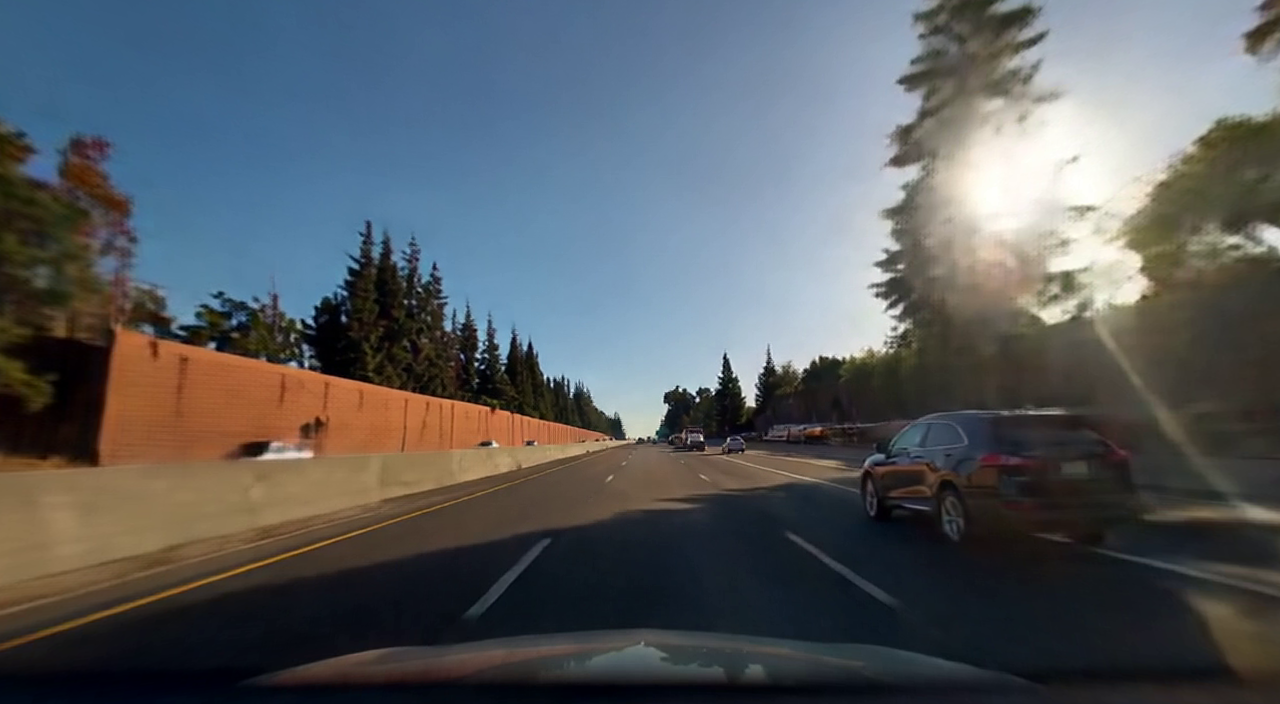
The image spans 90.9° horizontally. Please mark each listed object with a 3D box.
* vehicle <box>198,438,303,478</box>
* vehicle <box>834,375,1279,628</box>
[{"bbox_3d":[-18.027,4.918,29.514,1.953,1.675,4.524,0,-8,1],"label":"vehicle"},{"bbox_3d":[3.964,1.393,6.859,2.190,1.783,4.637,0,-8,-1],"label":"vehicle"}]
